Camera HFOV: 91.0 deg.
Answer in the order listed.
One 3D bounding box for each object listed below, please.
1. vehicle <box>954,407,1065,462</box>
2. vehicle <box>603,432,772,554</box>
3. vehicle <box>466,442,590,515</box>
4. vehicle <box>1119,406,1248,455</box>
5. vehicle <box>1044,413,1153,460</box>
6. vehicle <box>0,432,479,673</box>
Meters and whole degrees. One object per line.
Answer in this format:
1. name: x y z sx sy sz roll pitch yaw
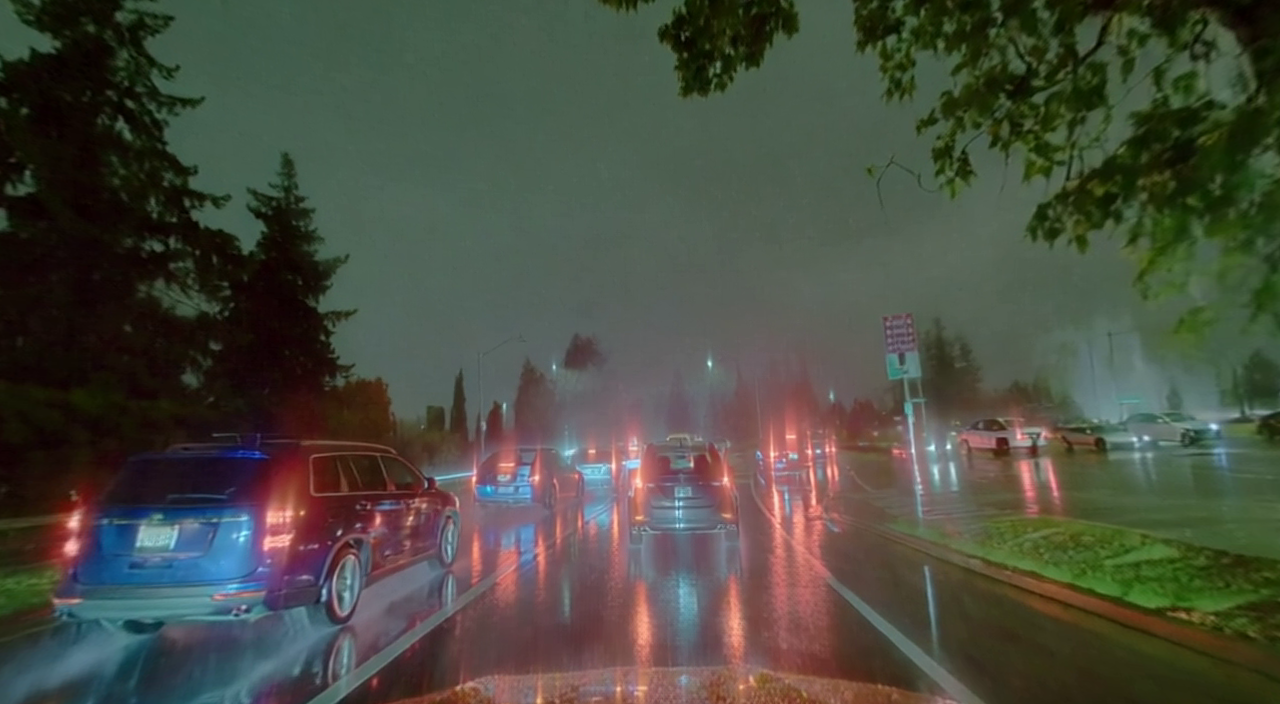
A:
1. vehicle: 14.426 3.314 24.969 2.288 1.933 4.612 -2 -9 11
2. vehicle: 0.745 2.108 10.139 2.142 1.528 4.133 -1 -9 4
3. vehicle: -2.530 2.979 15.361 1.870 1.490 4.187 -1 -9 6
4. vehicle: 20.421 3.001 23.925 1.902 1.529 3.937 -7 -9 13
5. vehicle: 17.760 3.313 24.632 1.803 1.518 3.893 -7 -9 11
6. vehicle: -3.232 1.601 6.207 1.940 1.502 4.241 -1 -9 3
